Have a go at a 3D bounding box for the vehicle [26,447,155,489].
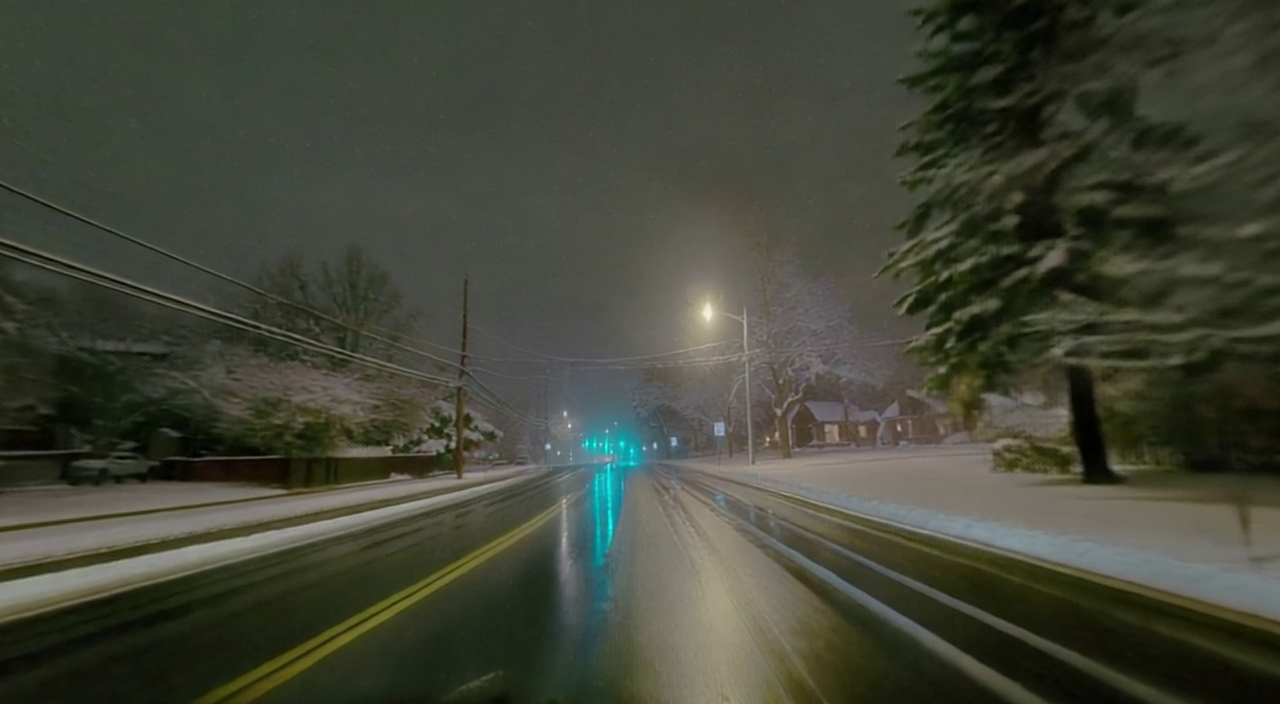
[{"bbox_3d":[-22.975,4.820,26.547,1.788,1.583,3.789,-1,-8,5],"label":"vehicle"}]
